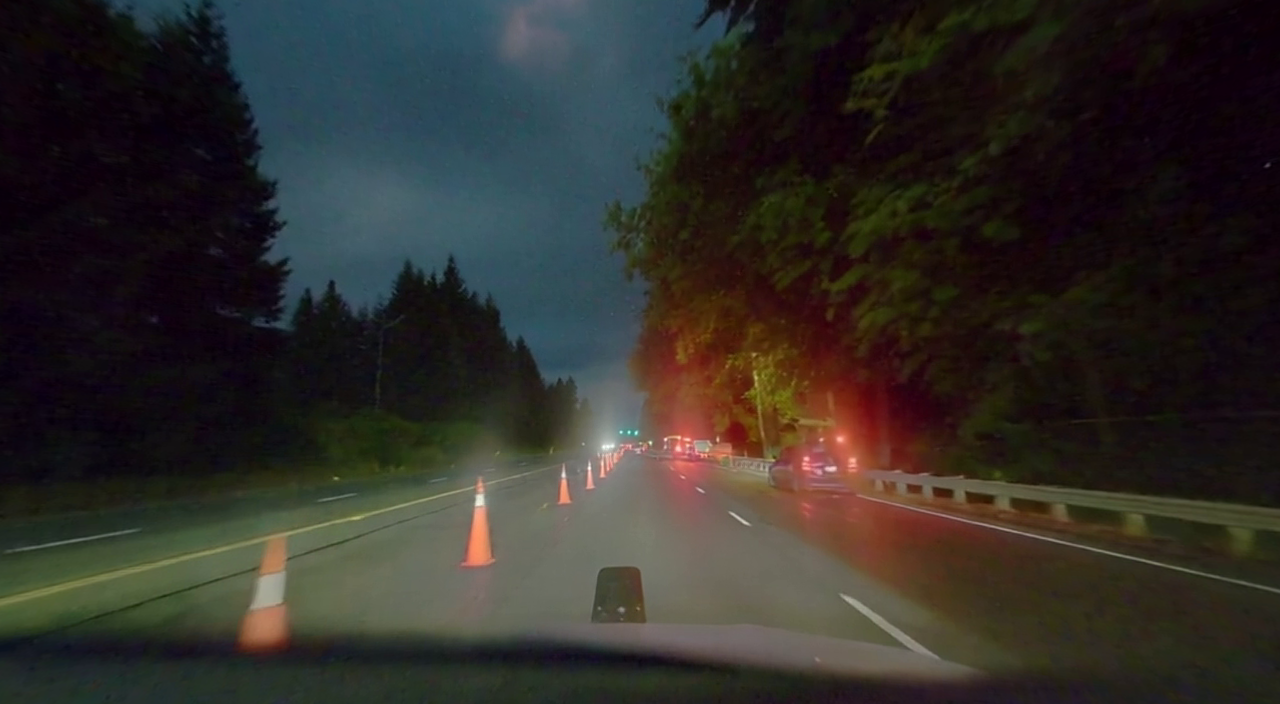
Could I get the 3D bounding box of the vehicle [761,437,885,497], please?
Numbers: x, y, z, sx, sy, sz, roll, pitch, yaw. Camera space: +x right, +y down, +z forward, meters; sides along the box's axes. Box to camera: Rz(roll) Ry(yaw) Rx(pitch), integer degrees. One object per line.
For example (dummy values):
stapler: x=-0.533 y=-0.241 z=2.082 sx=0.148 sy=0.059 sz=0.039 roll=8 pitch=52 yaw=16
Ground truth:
vehicle: x=5.662 y=3.638 z=20.555 sx=2.324 sy=1.655 sz=5.738 roll=0 pitch=-8 yaw=0
